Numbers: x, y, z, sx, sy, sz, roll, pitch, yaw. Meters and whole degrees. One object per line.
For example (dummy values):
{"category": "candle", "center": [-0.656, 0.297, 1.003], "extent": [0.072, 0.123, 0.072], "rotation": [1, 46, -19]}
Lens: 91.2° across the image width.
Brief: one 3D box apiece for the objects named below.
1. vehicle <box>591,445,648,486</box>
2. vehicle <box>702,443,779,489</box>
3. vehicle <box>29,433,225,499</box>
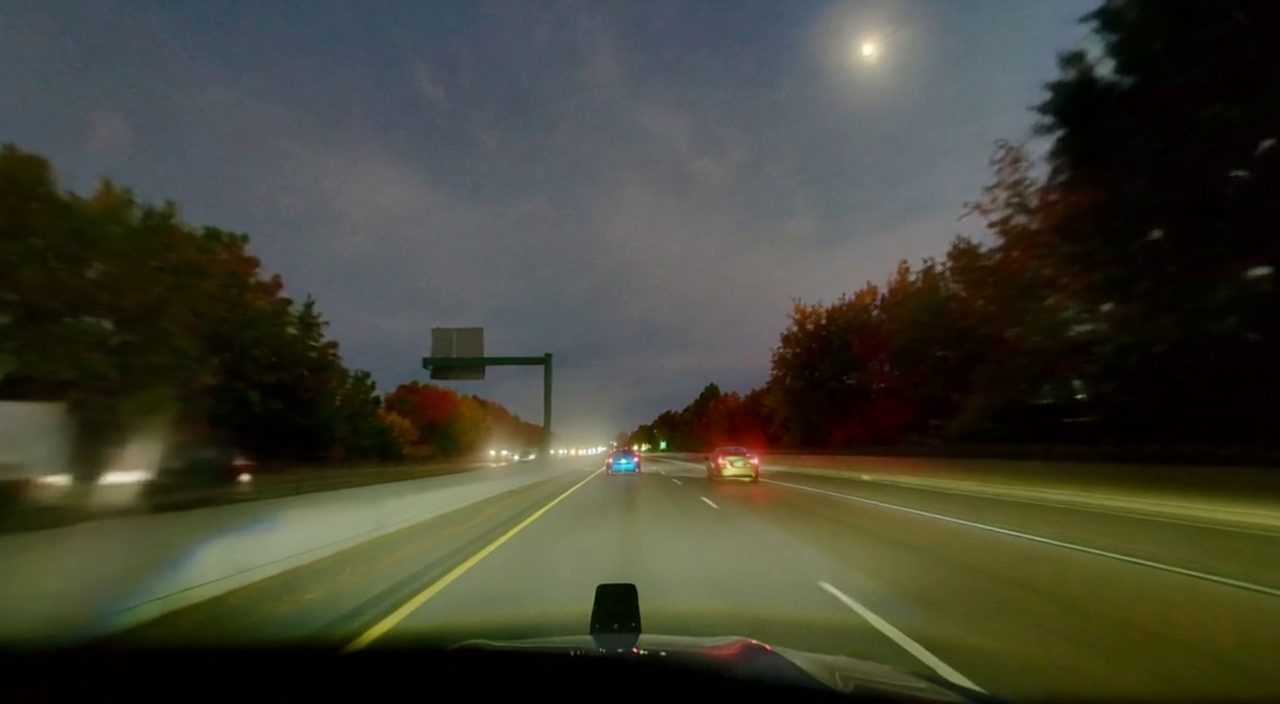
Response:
{"category": "vehicle", "center": [-0.784, 4.550, 25.479], "extent": [2.128, 1.516, 4.410], "rotation": [0, -9, 0]}
{"category": "vehicle", "center": [3.782, 4.354, 24.320], "extent": [2.300, 1.595, 4.144], "rotation": [0, -9, 0]}
{"category": "vehicle", "center": [-13.719, 3.059, 17.149], "extent": [2.006, 1.561, 3.971], "rotation": [0, -9, -1]}
